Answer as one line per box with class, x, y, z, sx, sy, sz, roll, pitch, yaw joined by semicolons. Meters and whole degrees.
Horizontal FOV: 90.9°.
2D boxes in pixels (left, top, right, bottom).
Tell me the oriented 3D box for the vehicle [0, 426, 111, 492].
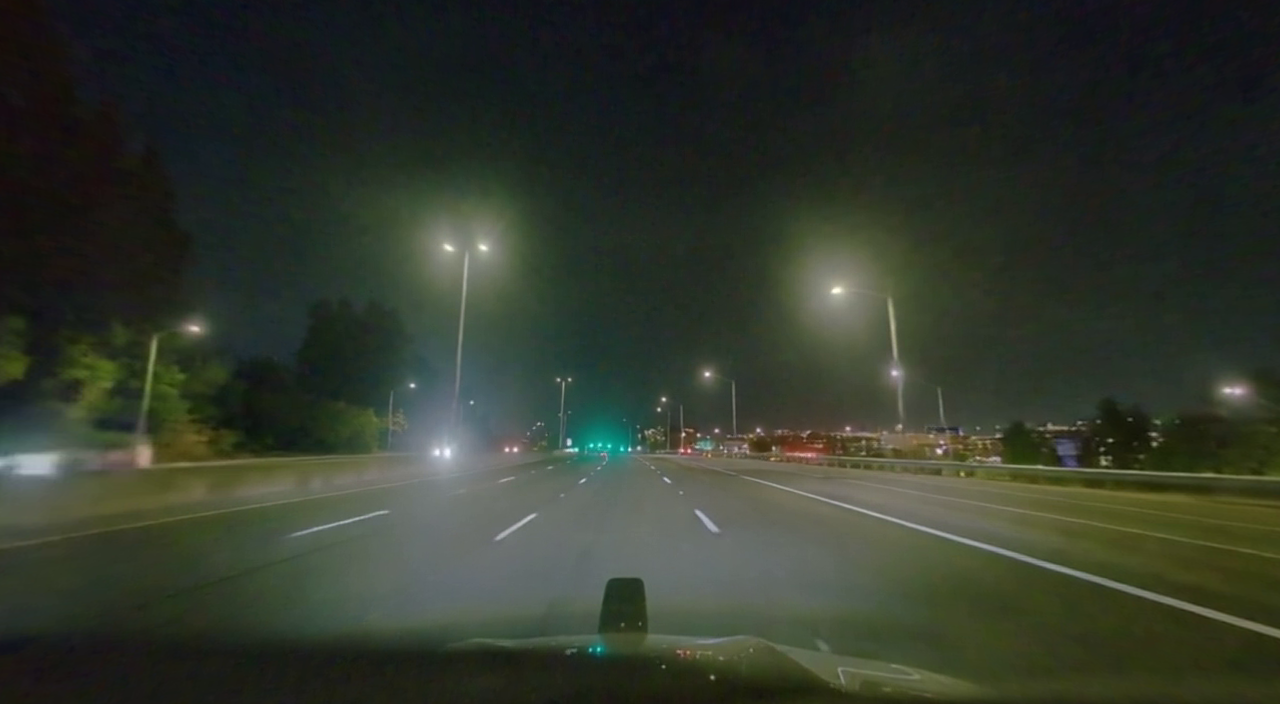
vehicle;-16.396;2.715;16.251;2.215;1.569;3.866;1;-8;-2
